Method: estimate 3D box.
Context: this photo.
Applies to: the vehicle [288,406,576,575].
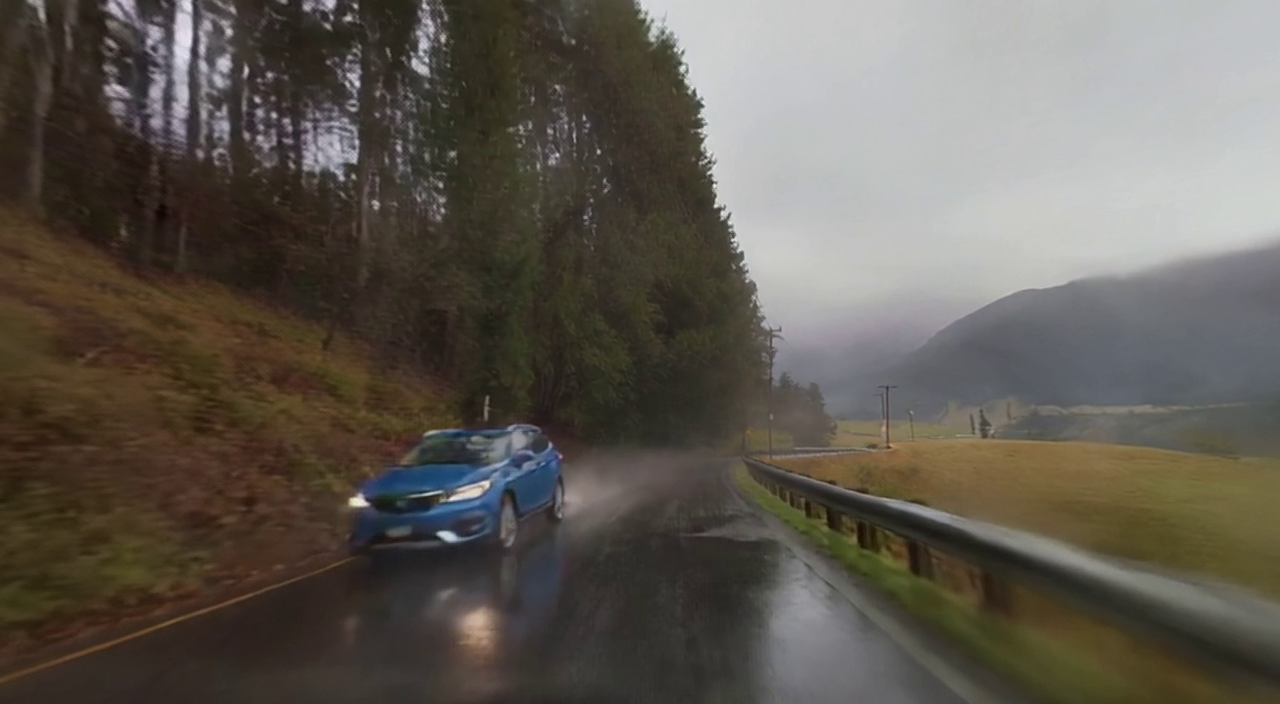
[{"bbox_3d":[-2.534,1.864,9.350,2.251,1.799,4.776,-1,-9,6],"label":"vehicle"}]
